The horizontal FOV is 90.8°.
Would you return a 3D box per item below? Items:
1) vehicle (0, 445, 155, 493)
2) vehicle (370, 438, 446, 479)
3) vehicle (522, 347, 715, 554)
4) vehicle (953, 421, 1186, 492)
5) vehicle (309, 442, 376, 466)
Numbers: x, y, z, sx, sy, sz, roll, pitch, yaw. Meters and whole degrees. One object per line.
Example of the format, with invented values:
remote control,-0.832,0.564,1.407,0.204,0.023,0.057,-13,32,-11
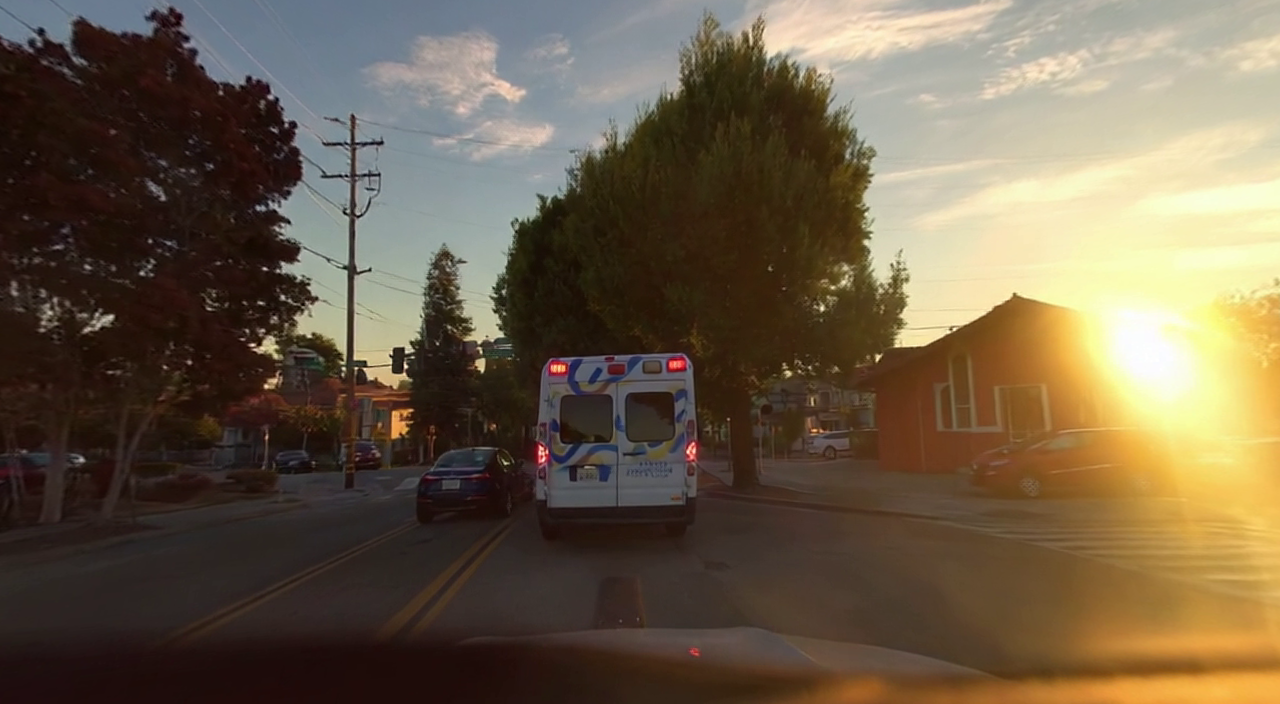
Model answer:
vehicle,-19.131,3.846,20.934,4.412,1.468,1.914,0,-8,-3
vehicle,-11.367,5.132,30.776,2.290,1.776,4.947,5,-10,-33
vehicle,-0.276,1.642,10.917,2.444,2.640,5.482,0,-8,0
vehicle,12.835,3.170,19.341,5.270,1.966,2.329,-2,-8,10
vehicle,-23.194,7.912,49.298,4.616,1.738,1.974,4,-9,-26
